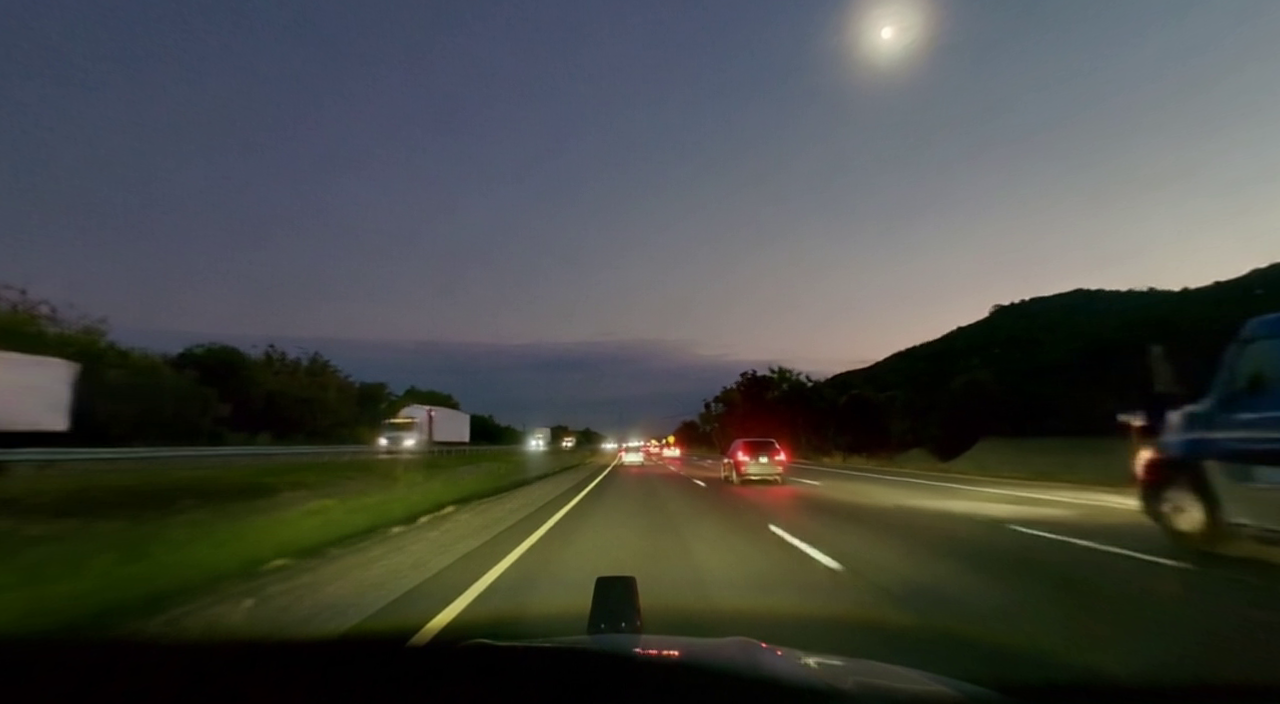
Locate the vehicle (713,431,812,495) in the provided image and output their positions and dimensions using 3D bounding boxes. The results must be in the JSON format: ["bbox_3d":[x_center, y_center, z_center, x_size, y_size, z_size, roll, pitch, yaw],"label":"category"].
[{"bbox_3d":[3.415,3.174,18.326,2.013,1.623,3.916,0,-9,-1],"label":"vehicle"}]

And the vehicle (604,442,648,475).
[{"bbox_3d":[-0.707,5.249,31.255,2.050,1.534,3.771,0,-9,-2],"label":"vehicle"}]

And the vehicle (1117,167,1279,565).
[{"bbox_3d":[7.900,-0.014,5.308,2.972,3.945,5.837,0,-9,0],"label":"vehicle"}]

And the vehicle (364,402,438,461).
[{"bbox_3d":[-17.399,5.905,46.385,2.950,4.003,6.622,0,-9,-2],"label":"vehicle"}]
